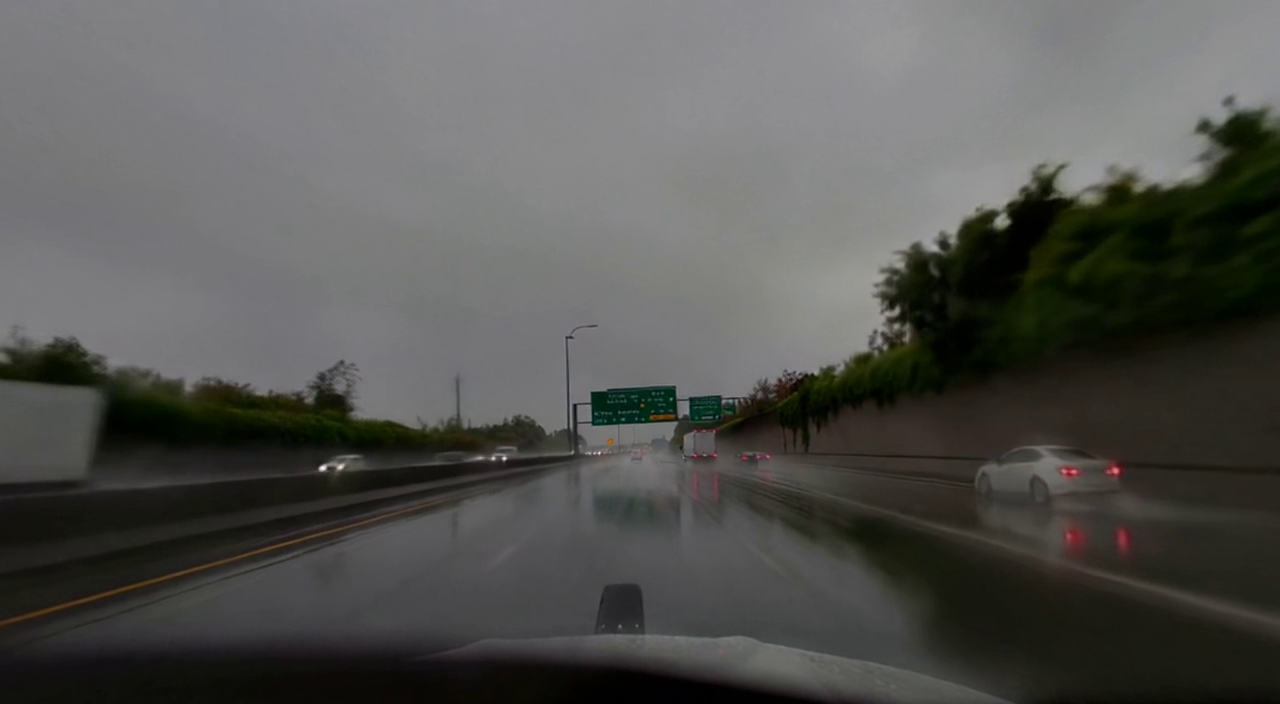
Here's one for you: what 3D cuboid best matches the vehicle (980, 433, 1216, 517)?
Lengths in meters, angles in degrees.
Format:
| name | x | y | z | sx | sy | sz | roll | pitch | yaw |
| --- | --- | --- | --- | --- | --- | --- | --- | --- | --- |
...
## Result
| name | x | y | z | sx | sy | sz | roll | pitch | yaw |
| --- | --- | --- | --- | --- | --- | --- | --- | --- | --- |
| vehicle | 10.433 | 2.823 | 14.952 | 1.950 | 1.632 | 4.845 | 0 | -9 | 0 |

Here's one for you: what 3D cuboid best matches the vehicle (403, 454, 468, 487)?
| name | x | y | z | sx | sy | sz | roll | pitch | yaw |
| --- | --- | --- | --- | --- | --- | --- | --- | --- | --- |
| vehicle | -10.217 | 5.943 | 31.764 | 1.913 | 1.474 | 4.284 | 0 | -9 | -1 |

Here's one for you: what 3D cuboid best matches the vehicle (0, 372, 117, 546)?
| name | x | y | z | sx | sy | sz | roll | pitch | yaw |
| --- | --- | --- | --- | --- | --- | --- | --- | --- | --- |
| vehicle | -16.252 | 2.348 | 13.753 | 3.138 | 3.947 | 7.349 | 0 | -8 | -1 |
